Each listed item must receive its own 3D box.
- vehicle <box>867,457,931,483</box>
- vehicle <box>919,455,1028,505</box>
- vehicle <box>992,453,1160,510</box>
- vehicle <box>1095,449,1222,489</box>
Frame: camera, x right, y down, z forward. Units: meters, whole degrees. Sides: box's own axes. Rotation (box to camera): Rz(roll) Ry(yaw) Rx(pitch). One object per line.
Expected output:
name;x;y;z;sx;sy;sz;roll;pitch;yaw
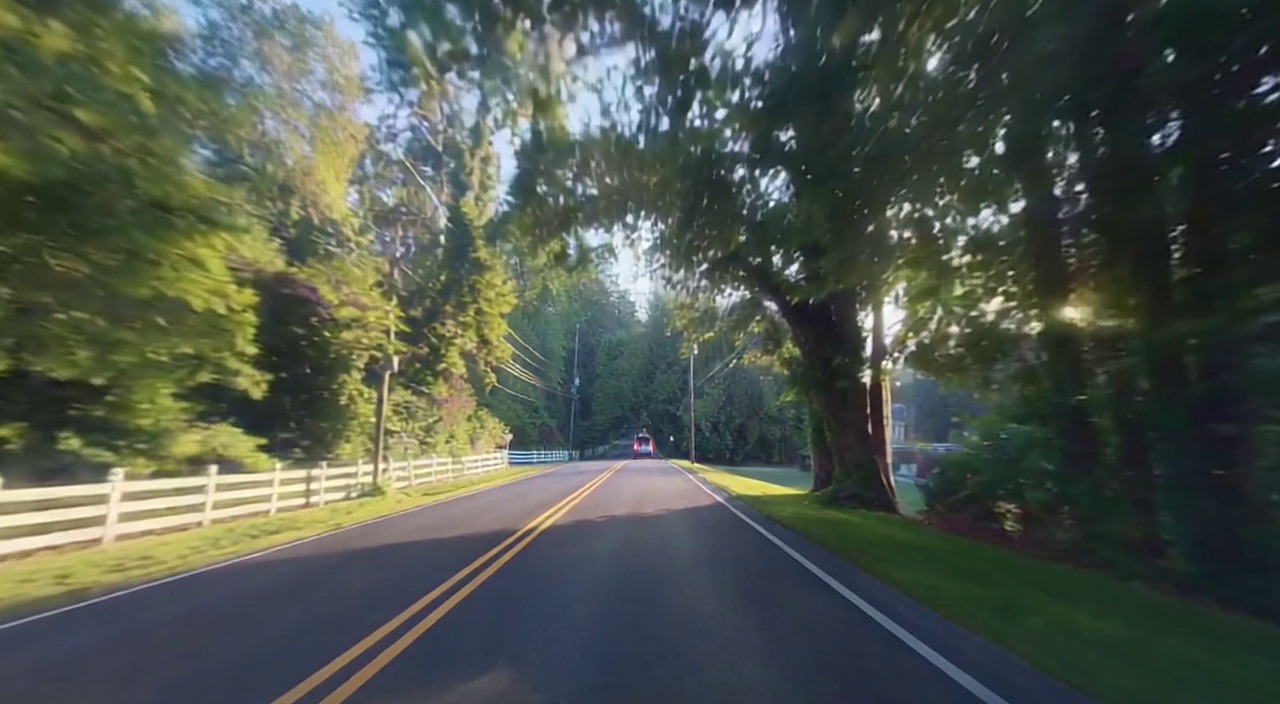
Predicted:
vehicle;16.183;7.383;39.645;2.001;1.450;4.481;0;-8;-2
vehicle;14.402;5.517;27.667;2.009;1.781;5.311;-1;-8;2
vehicle;18.263;5.393;26.897;2.328;1.955;5.699;-3;-9;-11
vehicle;21.479;4.843;26.321;1.782;1.451;3.741;-2;-9;-7
